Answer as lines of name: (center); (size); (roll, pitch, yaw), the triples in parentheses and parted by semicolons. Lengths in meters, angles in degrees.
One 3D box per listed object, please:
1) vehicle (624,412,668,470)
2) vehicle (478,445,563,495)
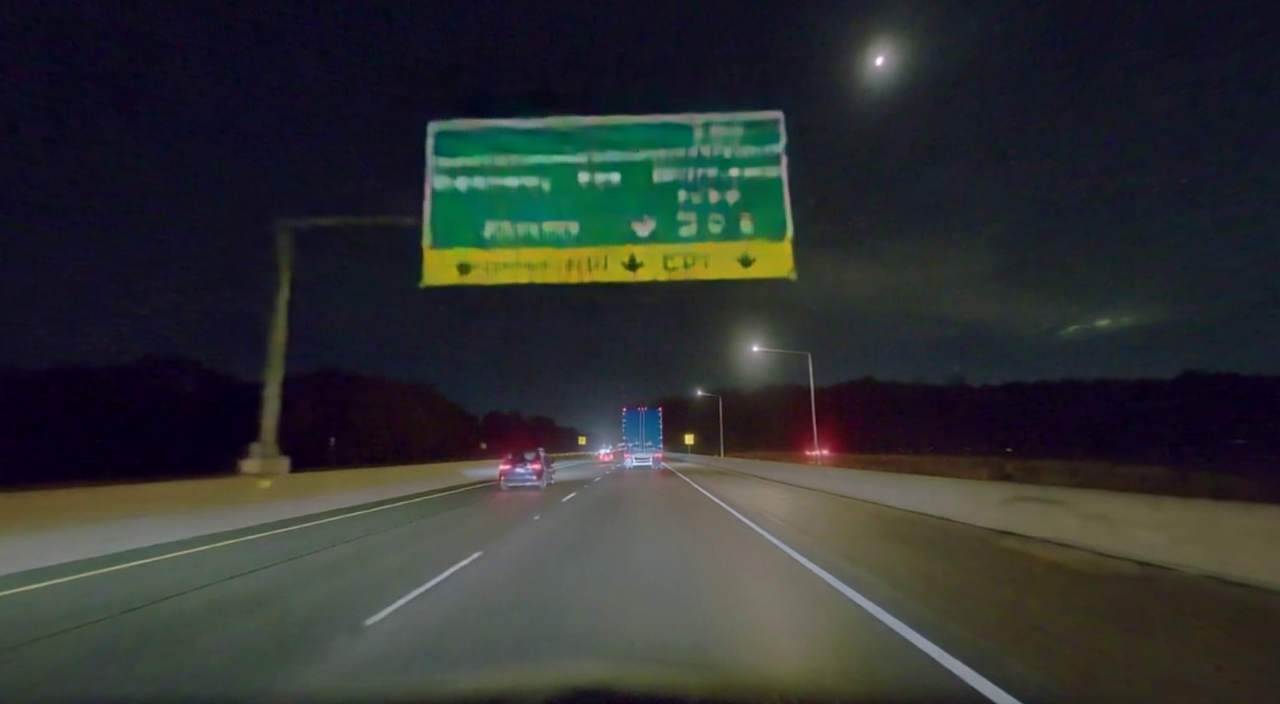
vehicle: (0.266, 6.560, 46.099); (2.864, 3.805, 9.500); (0, -9, -1)
vehicle: (-4.029, 4.052, 22.062); (2.053, 1.523, 4.450); (0, -9, 0)
